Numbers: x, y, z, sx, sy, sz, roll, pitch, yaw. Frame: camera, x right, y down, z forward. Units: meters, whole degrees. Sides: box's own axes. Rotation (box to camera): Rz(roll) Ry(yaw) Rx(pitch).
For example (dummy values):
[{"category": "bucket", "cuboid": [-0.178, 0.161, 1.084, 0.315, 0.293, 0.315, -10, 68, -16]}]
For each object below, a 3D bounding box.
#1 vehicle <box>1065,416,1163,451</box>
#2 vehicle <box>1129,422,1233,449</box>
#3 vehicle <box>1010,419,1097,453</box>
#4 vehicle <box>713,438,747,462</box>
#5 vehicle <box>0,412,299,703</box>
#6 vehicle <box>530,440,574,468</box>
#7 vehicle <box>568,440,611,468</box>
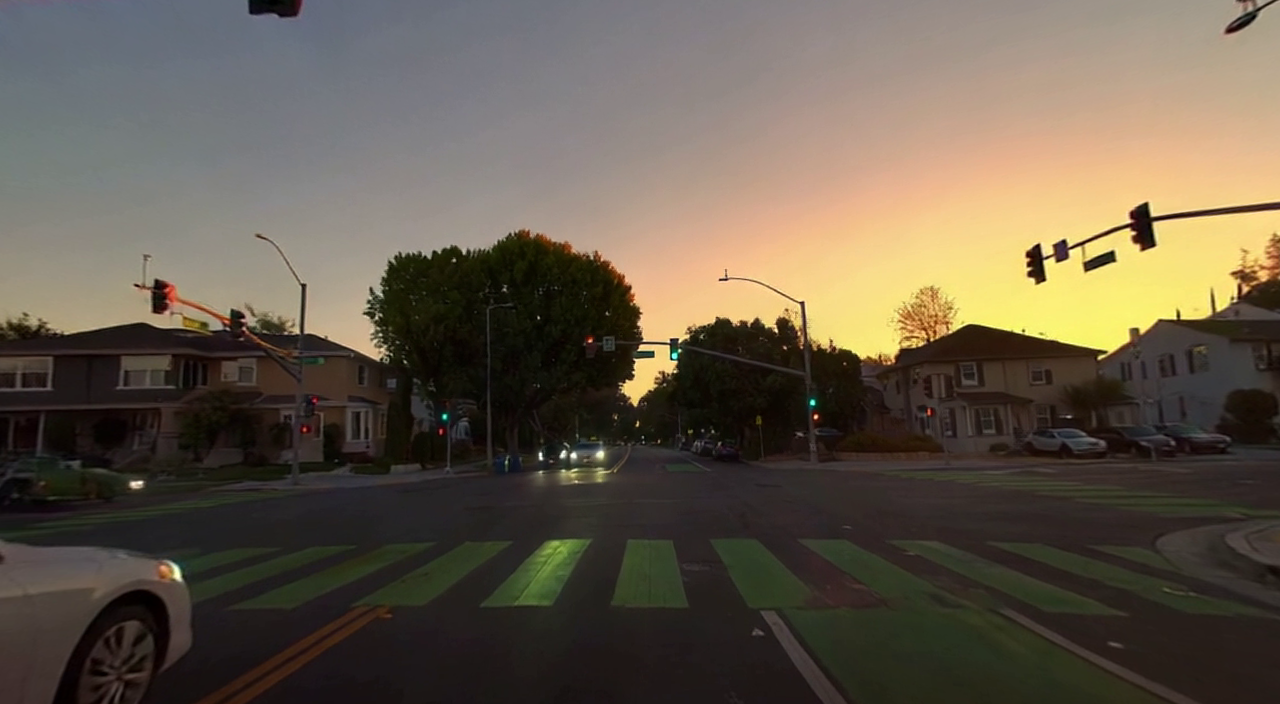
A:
[{"category": "vehicle", "cuboid": [26.444, 4.633, 35.340, 2.033, 1.821, 4.542, 0, -8, 1]}, {"category": "vehicle", "cuboid": [30.240, 4.743, 35.406, 1.837, 1.396, 4.695, -1, -8, 3]}, {"category": "vehicle", "cuboid": [23.270, 4.804, 35.695, 1.964, 1.759, 4.583, -1, -8, 3]}, {"category": "vehicle", "cuboid": [6.291, 6.890, 44.379, 1.891, 1.584, 3.802, 0, -8, 1]}, {"category": "vehicle", "cuboid": [-3.403, 0.929, 2.012, 1.904, 1.489, 4.746, 0, -8, 1]}, {"category": "vehicle", "cuboid": [-5.585, 6.554, 40.521, 1.982, 1.686, 4.195, -1, -8, 4]}, {"category": "vehicle", "cuboid": [-2.862, 5.898, 36.552, 1.982, 1.472, 4.103, -1, -8, 2]}]
